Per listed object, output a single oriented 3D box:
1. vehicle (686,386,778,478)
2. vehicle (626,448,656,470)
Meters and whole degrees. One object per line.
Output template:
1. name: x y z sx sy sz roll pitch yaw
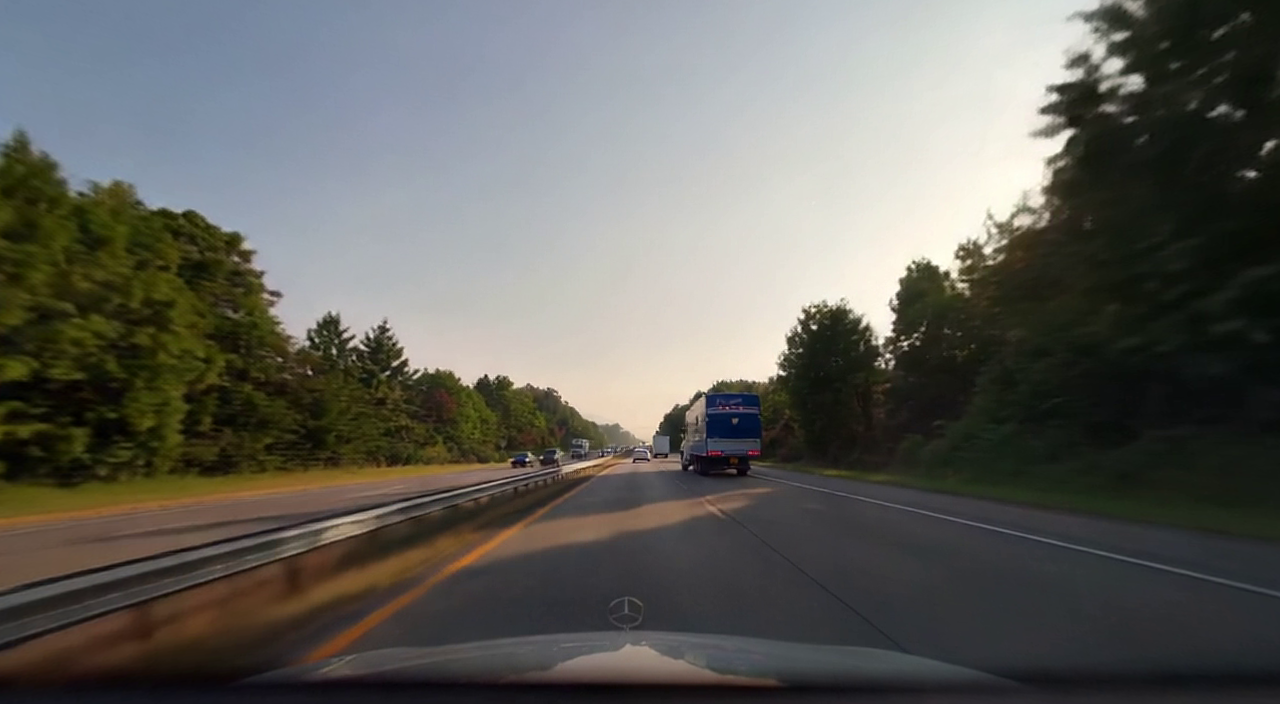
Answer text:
1. vehicle: 4.662 4.707 35.662 2.939 4.129 14.300 0 -9 0
2. vehicle: 0.052 7.265 42.892 1.926 1.386 3.615 0 -9 0
